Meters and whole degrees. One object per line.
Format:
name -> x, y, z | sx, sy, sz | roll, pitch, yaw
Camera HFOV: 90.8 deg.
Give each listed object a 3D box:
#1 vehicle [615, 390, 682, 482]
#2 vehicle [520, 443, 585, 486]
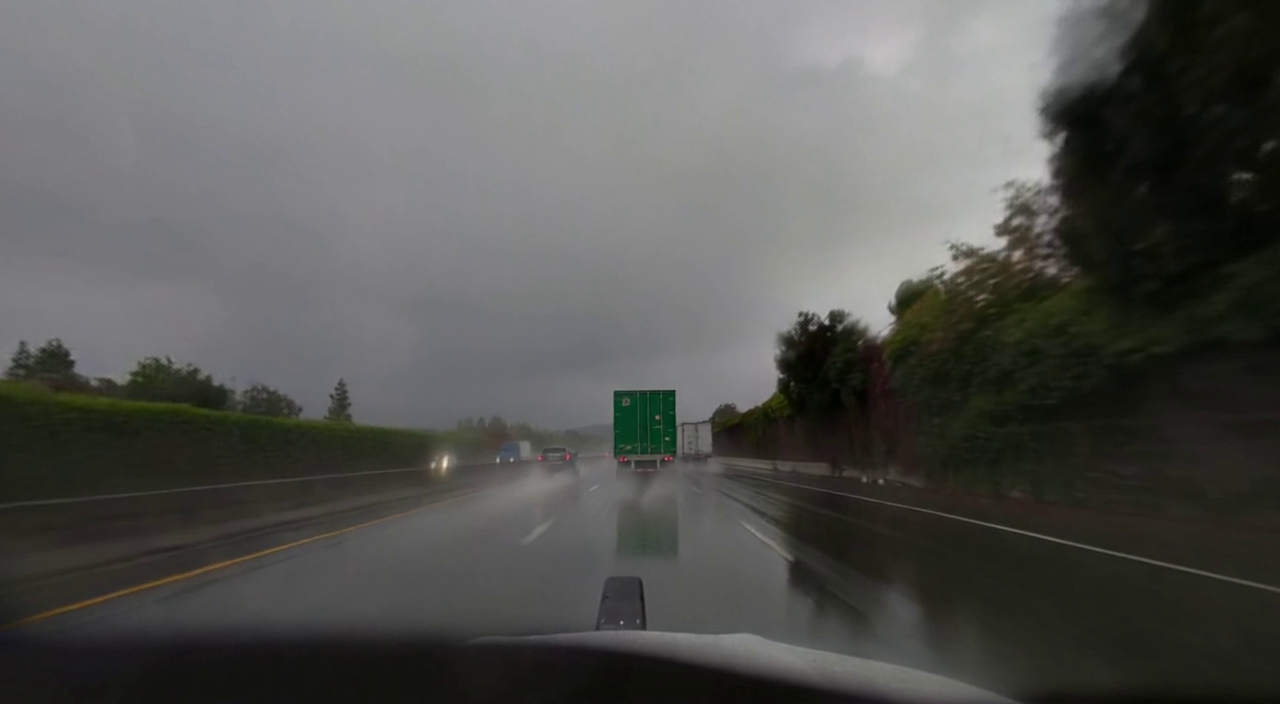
vehicle -> 0.296, 4.554, 33.372 | 2.932, 4.042, 11.054 | 0, -9, -1
vehicle -> -3.598, 4.737, 26.896 | 2.173, 1.657, 4.401 | 0, -9, -1
